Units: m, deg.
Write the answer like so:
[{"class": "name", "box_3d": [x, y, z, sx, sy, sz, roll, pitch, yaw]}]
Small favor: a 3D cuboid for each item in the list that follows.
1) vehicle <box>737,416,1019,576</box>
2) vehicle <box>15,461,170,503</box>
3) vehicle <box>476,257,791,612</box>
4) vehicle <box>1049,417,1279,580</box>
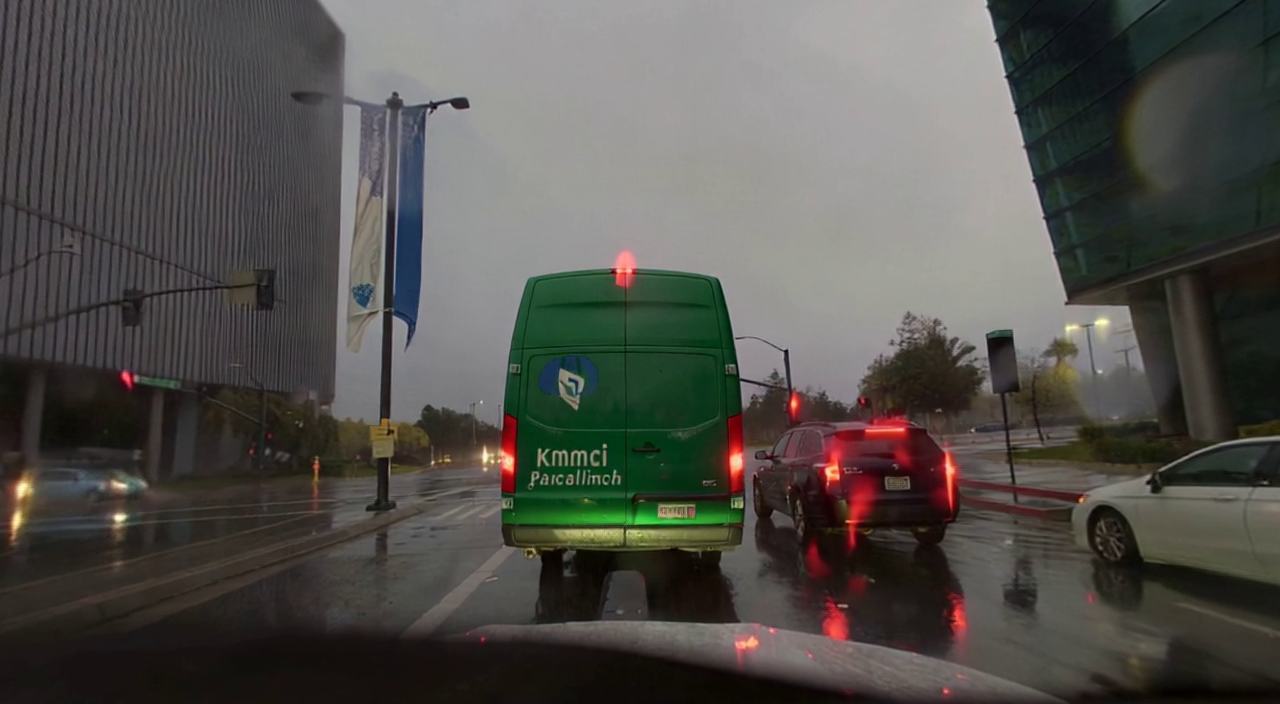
[{"class": "vehicle", "box_3d": [2.887, 1.867, 9.040, 2.183, 1.676, 4.506, 0, -8, -1]}, {"class": "vehicle", "box_3d": [-23.087, 5.481, 26.799, 4.659, 1.615, 1.944, 0, -8, -1]}, {"class": "vehicle", "box_3d": [-0.015, 1.189, 9.088, 2.613, 3.035, 7.342, 0, -8, 1]}, {"class": "vehicle", "box_3d": [7.529, 1.577, 6.990, 1.963, 1.669, 4.678, 3, -9, -20]}]
